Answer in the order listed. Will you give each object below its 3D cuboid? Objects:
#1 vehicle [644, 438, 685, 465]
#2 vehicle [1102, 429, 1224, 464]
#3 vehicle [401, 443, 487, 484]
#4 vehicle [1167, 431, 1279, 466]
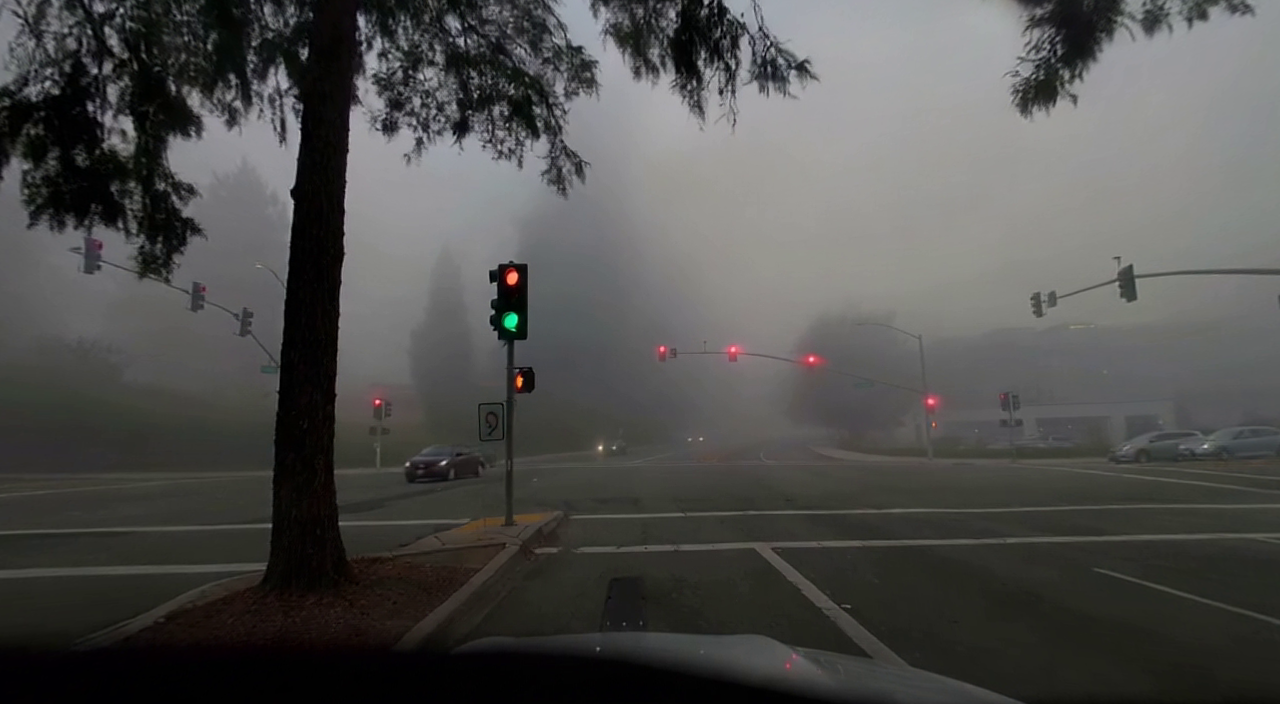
[{"bbox_3d":[1.741,6.776,43.255,2.197,1.739,4.177,-2,-8,10],"label":"vehicle"},{"bbox_3d":[25.923,4.681,31.353,4.441,1.674,2.035,1,-8,-8],"label":"vehicle"},{"bbox_3d":[-7.800,4.451,25.533,1.877,1.481,3.853,-1,-8,6],"label":"vehicle"},{"bbox_3d":[26.293,4.243,27.880,4.644,1.470,1.922,1,-8,-10],"label":"vehicle"}]
